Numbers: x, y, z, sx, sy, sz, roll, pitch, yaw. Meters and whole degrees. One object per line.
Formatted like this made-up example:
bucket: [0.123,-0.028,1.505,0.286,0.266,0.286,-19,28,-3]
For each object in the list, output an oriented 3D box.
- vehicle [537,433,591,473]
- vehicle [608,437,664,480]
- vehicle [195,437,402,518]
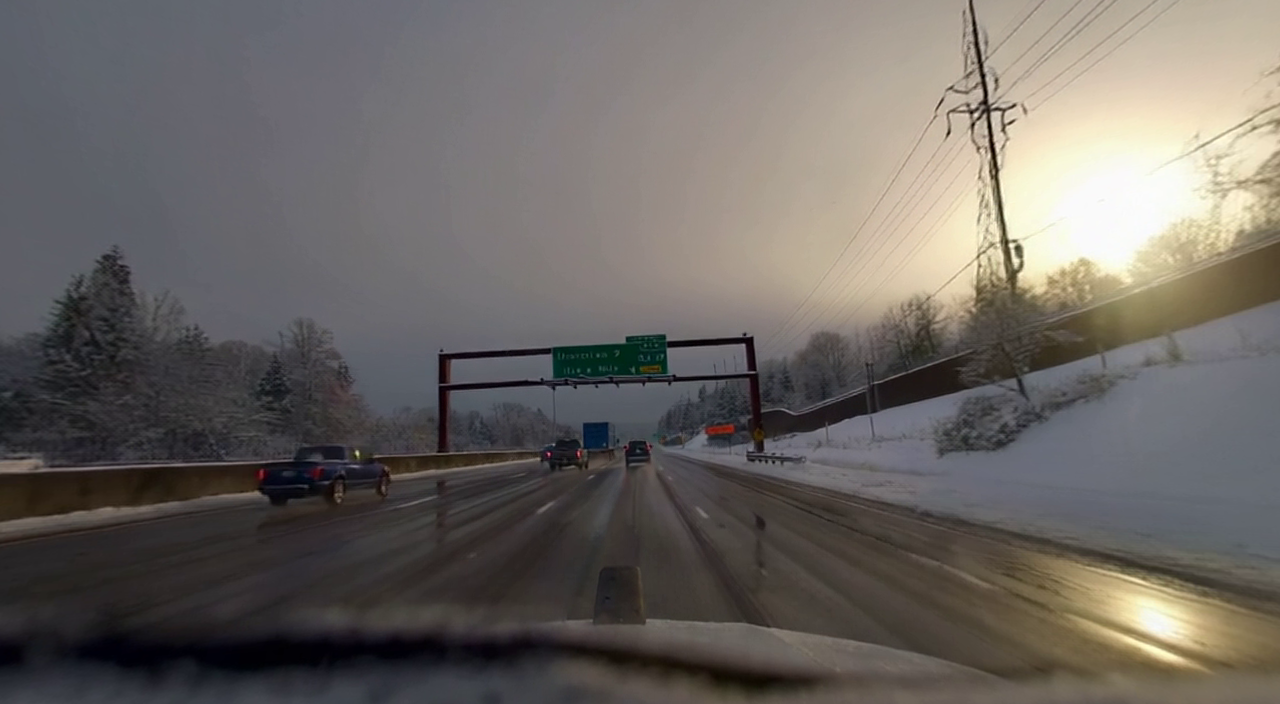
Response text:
vehicle: [-3.766,5.129,32.042,2.109,1.840,4.614,0,-9,1]
vehicle: [-0.155,4.478,26.696,2.178,1.640,4.071,0,-9,0]
vehicle: [-7.293,2.704,14.150,2.025,1.510,4.582,0,-9,1]
